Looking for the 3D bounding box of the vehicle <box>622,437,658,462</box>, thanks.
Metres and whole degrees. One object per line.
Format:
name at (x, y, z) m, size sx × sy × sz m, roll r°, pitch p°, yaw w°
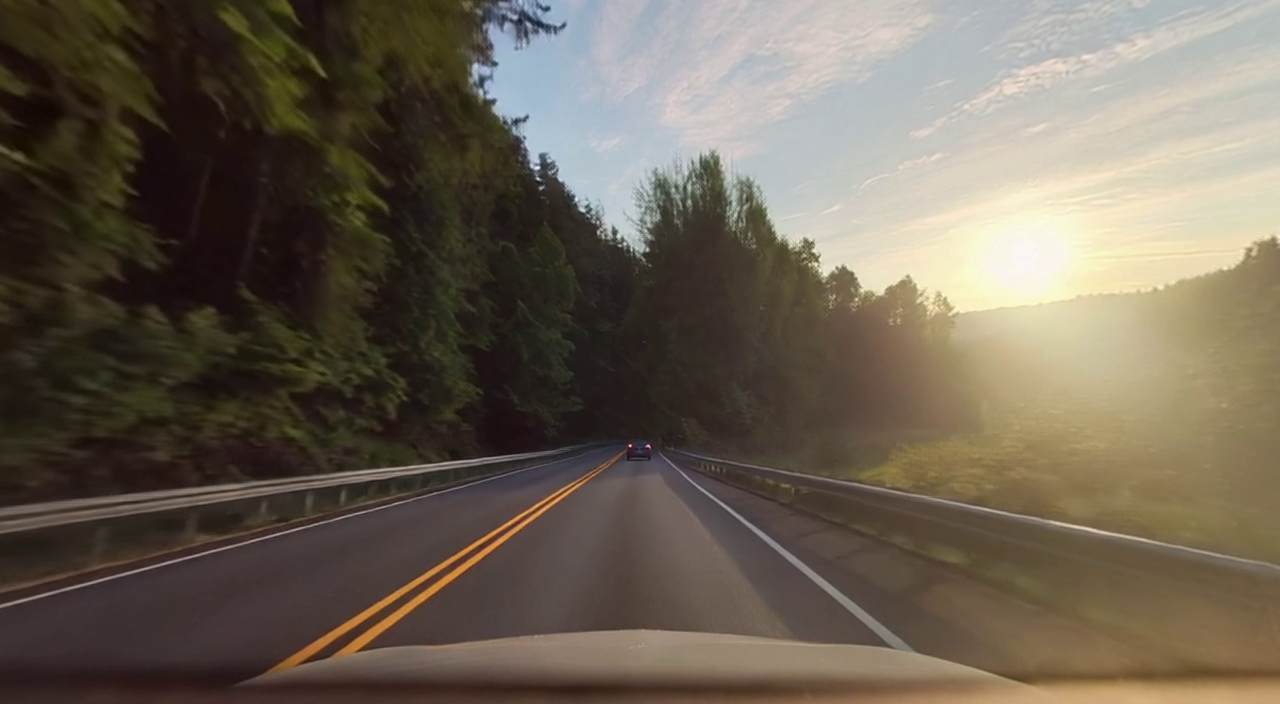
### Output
vehicle at (0.016, 6.112, 39.699) m, size 2.120 × 1.491 × 4.349 m, roll -1°, pitch -8°, yaw 0°
